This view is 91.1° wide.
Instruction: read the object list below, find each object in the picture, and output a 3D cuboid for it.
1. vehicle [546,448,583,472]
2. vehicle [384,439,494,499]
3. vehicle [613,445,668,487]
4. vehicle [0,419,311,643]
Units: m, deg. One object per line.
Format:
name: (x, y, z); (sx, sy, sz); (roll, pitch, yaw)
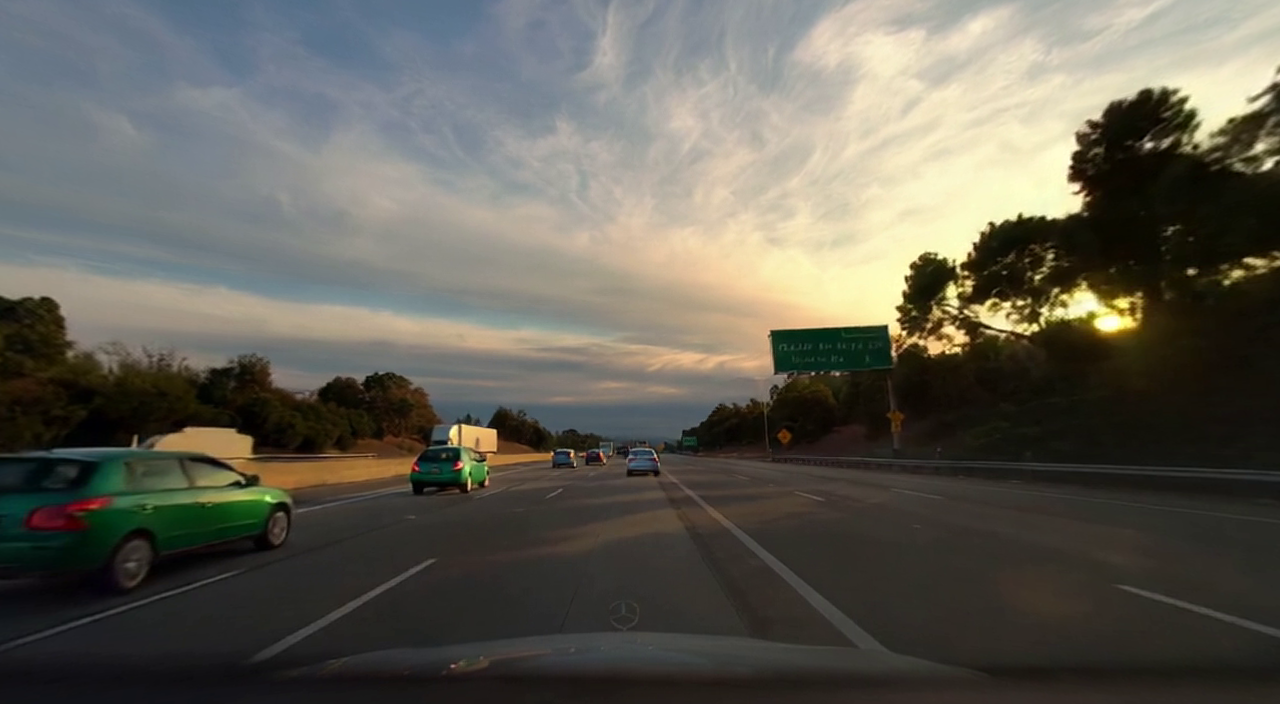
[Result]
vehicle: (-4.906, 7.045, 41.365); (1.892, 1.481, 4.180); (0, -9, 1)
vehicle: (-6.003, 3.535, 19.362); (2.058, 1.626, 4.118); (0, -9, 0)
vehicle: (-0.001, 4.346, 24.231); (1.940, 1.451, 3.512); (0, -9, -1)
vehicle: (-5.431, 1.535, 6.303); (2.043, 1.534, 4.032); (0, -9, 0)
